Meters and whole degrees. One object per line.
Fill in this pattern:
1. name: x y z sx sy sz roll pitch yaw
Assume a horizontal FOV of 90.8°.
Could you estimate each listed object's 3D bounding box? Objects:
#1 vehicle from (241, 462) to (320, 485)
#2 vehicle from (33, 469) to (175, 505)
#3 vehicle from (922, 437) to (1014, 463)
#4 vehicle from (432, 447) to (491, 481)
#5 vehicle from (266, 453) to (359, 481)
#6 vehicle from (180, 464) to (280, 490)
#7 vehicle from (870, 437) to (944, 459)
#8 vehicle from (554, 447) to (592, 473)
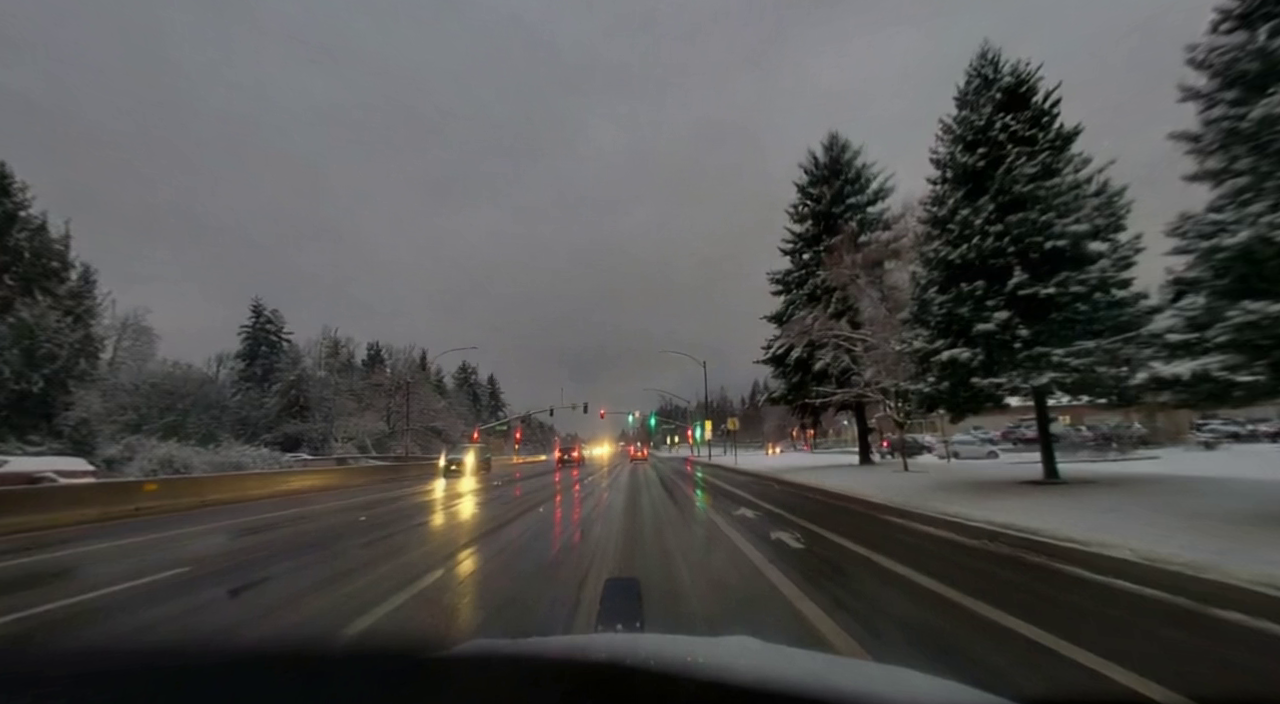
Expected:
1. vehicle: -25.015 8.467 44.066 4.217 1.466 1.999 0 -9 0
2. vehicle: -24.726 6.235 29.279 4.718 1.458 2.054 0 -9 0
3. vehicle: 19.750 5.903 38.161 4.505 1.481 1.870 0 -9 0
4. vehicle: -9.855 6.171 35.231 1.971 1.744 4.399 -1 -9 1
5. vehicle: -25.052 8.809 48.514 5.763 1.982 2.425 -1 -9 1
6. vehicle: -25.299 7.702 39.071 4.756 1.501 2.023 0 -9 1
7. vehicle: 19.136 6.905 45.384 4.481 1.482 1.814 0 -9 -2
8. vehicle: -3.933 6.360 37.507 1.928 1.451 4.219 0 -9 -2
